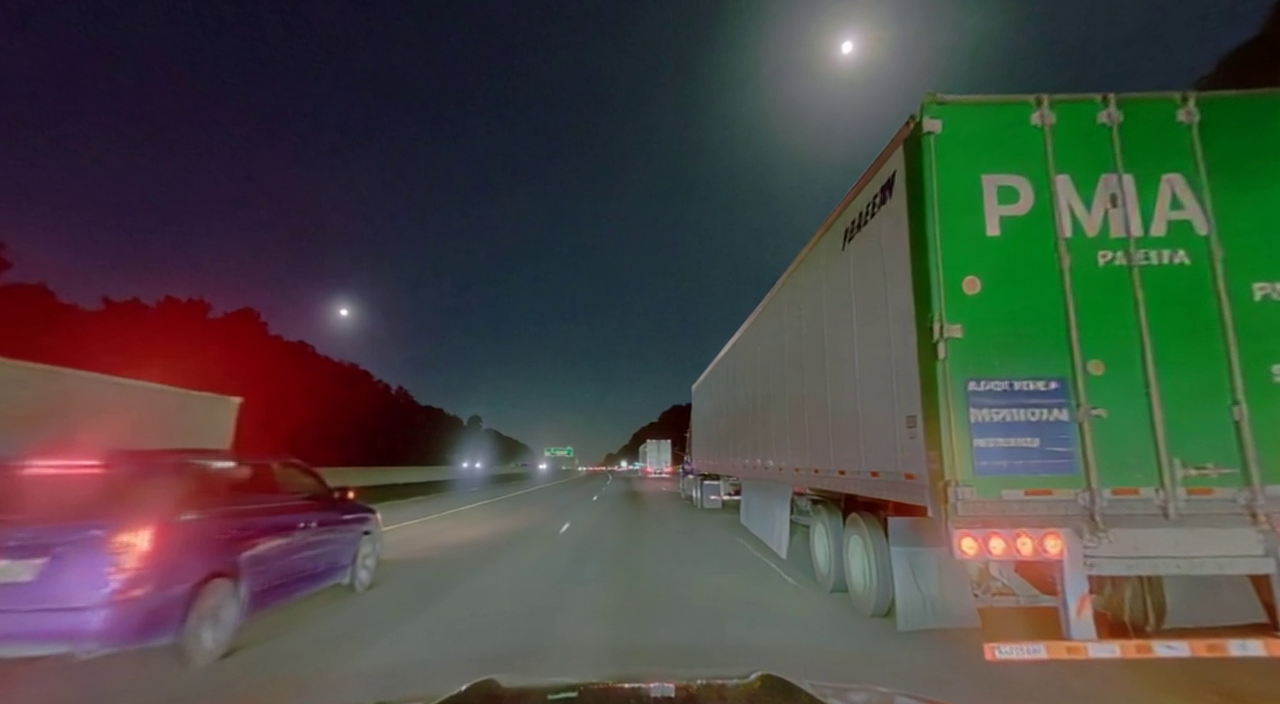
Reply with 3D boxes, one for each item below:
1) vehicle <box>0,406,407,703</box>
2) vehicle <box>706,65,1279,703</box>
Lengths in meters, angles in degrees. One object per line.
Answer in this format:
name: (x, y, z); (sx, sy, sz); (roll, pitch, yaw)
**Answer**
vehicle: (-4.025, 1.501, 5.548); (2.010, 1.580, 4.949); (1, -11, 0)
vehicle: (3.411, 1.312, 10.865); (2.856, 4.040, 14.009); (1, -11, -1)
